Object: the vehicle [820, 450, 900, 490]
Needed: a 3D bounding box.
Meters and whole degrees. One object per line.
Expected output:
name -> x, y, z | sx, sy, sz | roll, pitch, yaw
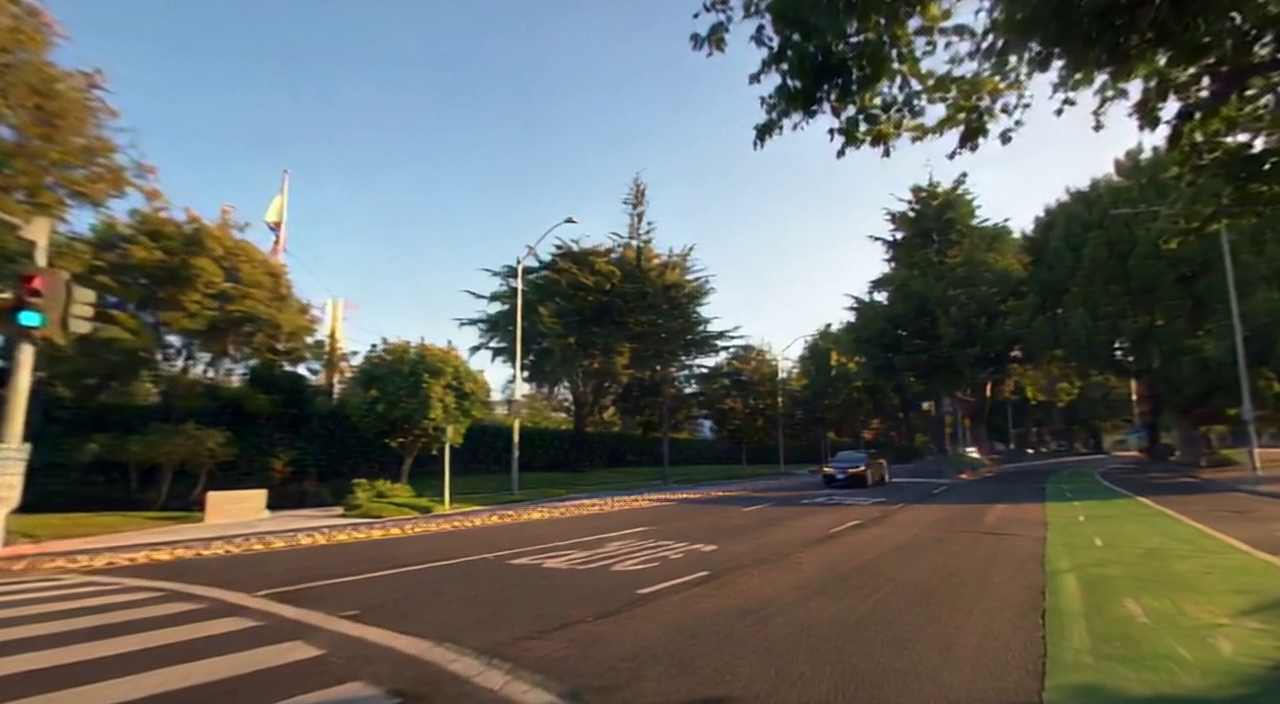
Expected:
vehicle -> 9.183, 4.811, 26.117 | 2.071, 1.456, 4.663 | -6, -11, 32
